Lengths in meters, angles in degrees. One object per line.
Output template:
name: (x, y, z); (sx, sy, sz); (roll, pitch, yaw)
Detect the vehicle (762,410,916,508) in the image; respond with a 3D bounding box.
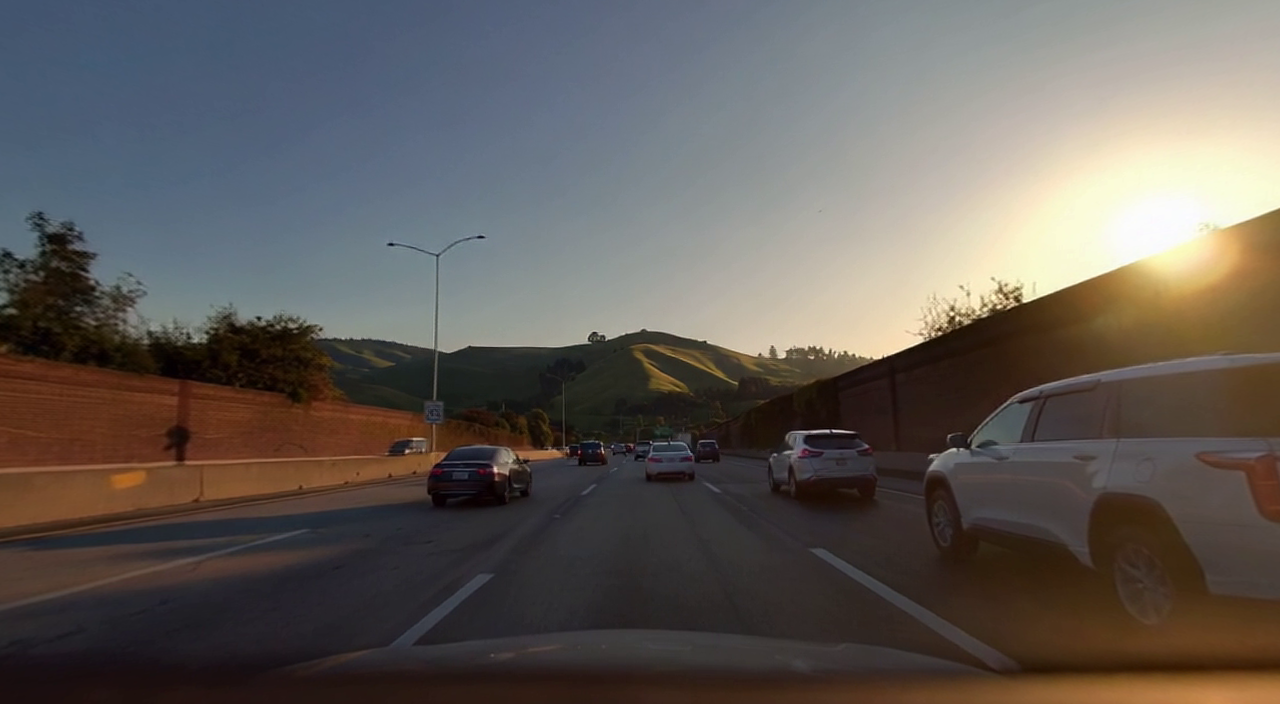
vehicle: (4.289, 2.400, 14.484); (1.970, 1.872, 4.575); (0, -8, -1)

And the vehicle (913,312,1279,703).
vehicle: (3.759, 0.961, 4.187); (1.930, 1.831, 4.344); (0, -8, 0)

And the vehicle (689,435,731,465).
vehicle: (3.817, 5.440, 35.144); (1.855, 1.513, 3.915); (0, -8, 0)

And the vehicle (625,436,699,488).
vehicle: (0.620, 3.452, 20.127); (2.105, 1.471, 3.978); (0, -8, 0)

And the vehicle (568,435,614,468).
vehicle: (-2.784, 5.761, 36.836); (2.154, 1.793, 4.736); (0, -8, 2)

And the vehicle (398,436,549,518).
vehicle: (-3.293, 2.558, 13.509); (1.961, 1.456, 4.362); (0, -8, 1)
